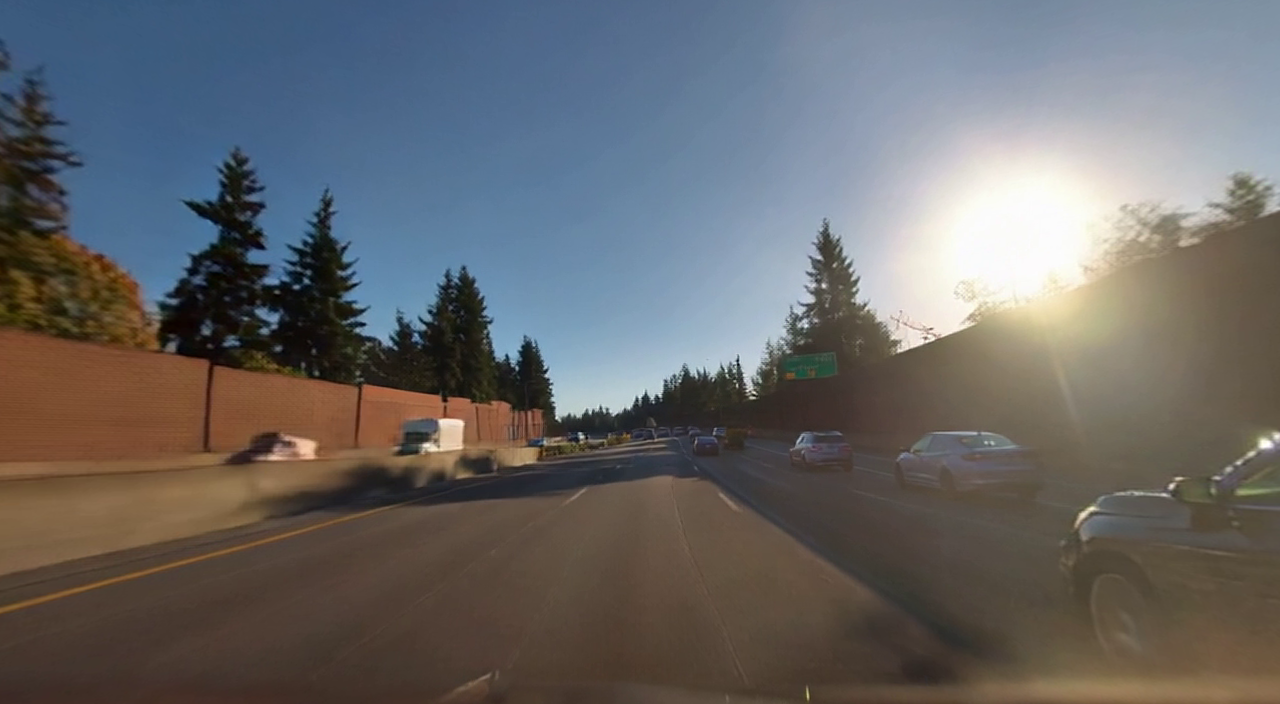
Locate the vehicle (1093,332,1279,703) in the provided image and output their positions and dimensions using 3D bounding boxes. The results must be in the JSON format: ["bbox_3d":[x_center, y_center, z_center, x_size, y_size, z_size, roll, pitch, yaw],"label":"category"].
[{"bbox_3d":[3.829,0.617,1.405,2.190,1.783,4.637,0,-8,1],"label":"vehicle"}]

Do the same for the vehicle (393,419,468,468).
[{"bbox_3d":[-12.655,5.634,38.648,2.503,2.743,5.712,0,-8,1],"label":"vehicle"}]

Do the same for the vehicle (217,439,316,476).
[{"bbox_3d":[-17.802,5.037,30.366,1.984,1.635,4.627,0,-8,-1],"label":"vehicle"}]
